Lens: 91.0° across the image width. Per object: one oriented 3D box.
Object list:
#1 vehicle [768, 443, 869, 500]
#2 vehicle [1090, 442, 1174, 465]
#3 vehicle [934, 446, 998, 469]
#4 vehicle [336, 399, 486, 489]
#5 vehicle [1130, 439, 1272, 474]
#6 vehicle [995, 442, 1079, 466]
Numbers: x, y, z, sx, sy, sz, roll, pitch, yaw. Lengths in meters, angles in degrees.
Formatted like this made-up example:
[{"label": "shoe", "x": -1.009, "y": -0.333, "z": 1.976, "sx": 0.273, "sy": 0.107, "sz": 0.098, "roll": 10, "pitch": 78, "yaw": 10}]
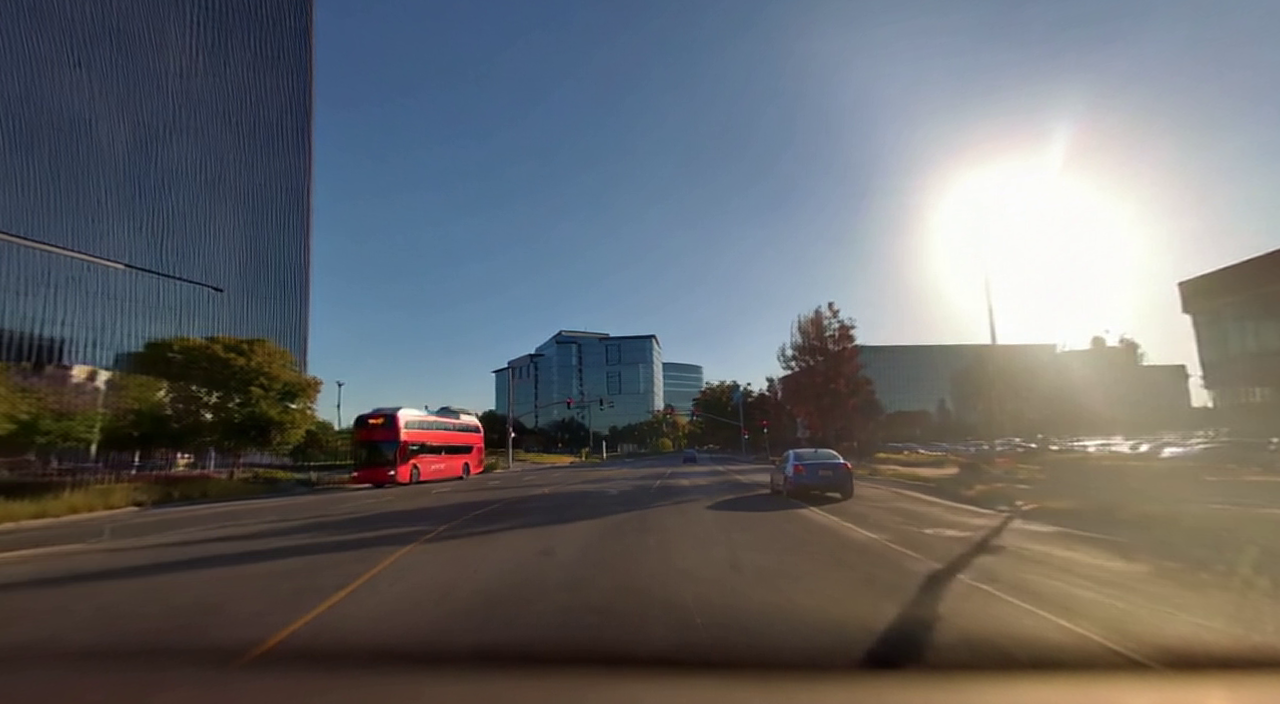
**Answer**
[{"label": "vehicle", "x": 5.205, "y": 3.559, "z": 18.989, "sx": 1.993, "sy": 1.501, "sz": 4.127, "roll": -1, "pitch": -9, "yaw": 2}, {"label": "vehicle", "x": 38.600, "y": 7.996, "z": 49.502, "sx": 4.638, "sy": 1.678, "sz": 2.196, "roll": -1, "pitch": -9, "yaw": 2}, {"label": "vehicle", "x": 24.887, "y": 8.080, "z": 48.169, "sx": 3.824, "sy": 1.453, "sz": 1.894, "roll": -3, "pitch": -8, "yaw": 1}, {"label": "vehicle", "x": -13.005, "y": 5.642, "z": 38.034, "sx": 3.110, "sy": 4.418, "sz": 13.688, "roll": -1, "pitch": -9, "yaw": 4}, {"label": "vehicle", "x": 24.546, "y": 4.610, "z": 27.680, "sx": 4.201, "sy": 1.441, "sz": 1.970, "roll": -1, "pitch": -9, "yaw": 4}, {"label": "vehicle", "x": 25.224, "y": 6.517, "z": 40.118, "sx": 3.983, "sy": 1.479, "sz": 1.857, "roll": -2, "pitch": -9, "yaw": 9}]
